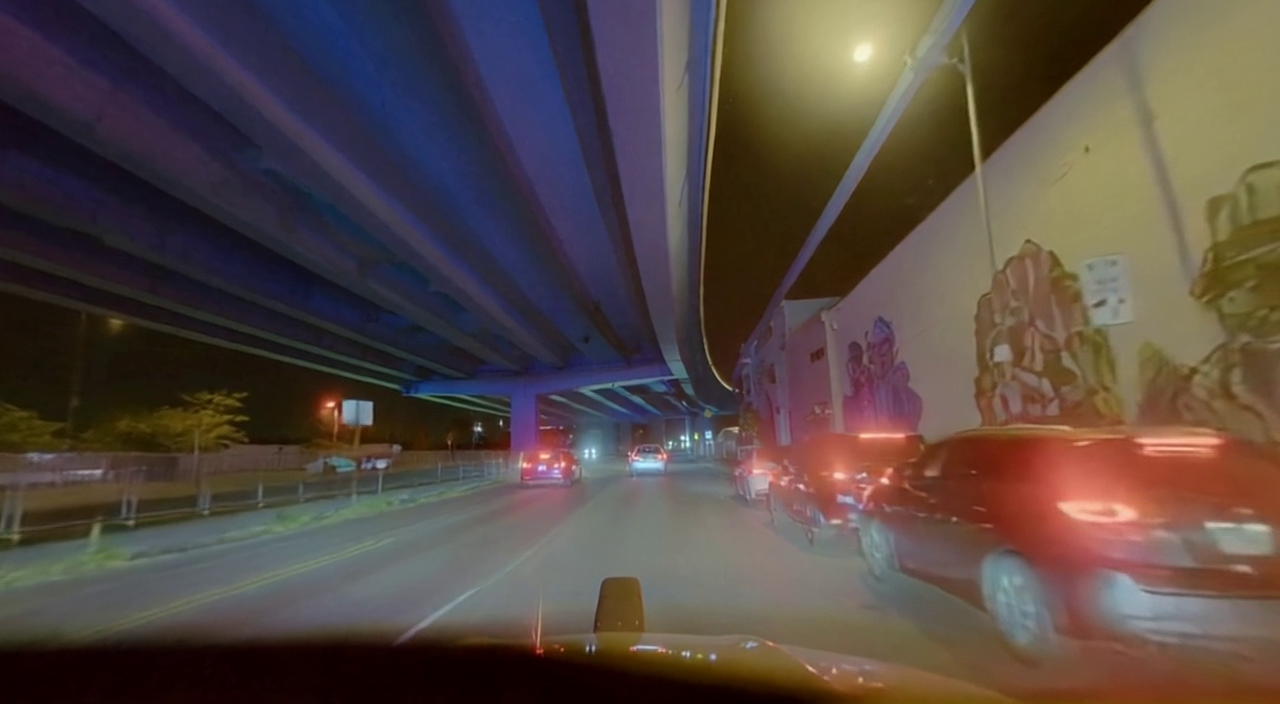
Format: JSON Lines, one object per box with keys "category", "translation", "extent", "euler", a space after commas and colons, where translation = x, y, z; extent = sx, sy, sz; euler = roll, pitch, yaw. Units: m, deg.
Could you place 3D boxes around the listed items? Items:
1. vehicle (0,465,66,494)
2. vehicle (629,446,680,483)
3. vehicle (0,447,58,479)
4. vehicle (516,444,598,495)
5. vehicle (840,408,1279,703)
{"category": "vehicle", "translation": [-35.847, 7.361, 36.430], "extent": [3.720, 1.546, 1.922], "euler": [6, -11, -34]}
{"category": "vehicle", "translation": [0.670, 5.072, 28.651], "extent": [2.155, 1.571, 3.734], "euler": [-1, -9, 2]}
{"category": "vehicle", "translation": [-34.876, 6.111, 34.555], "extent": [4.221, 1.638, 2.040], "euler": [5, -12, -37]}
{"category": "vehicle", "translation": [-2.681, 3.952, 21.541], "extent": [2.024, 1.533, 4.549], "euler": [-1, -9, 2]}
{"category": "vehicle", "translation": [3.282, 1.379, 5.113], "extent": [1.983, 1.589, 4.010], "euler": [0, -9, 0]}
